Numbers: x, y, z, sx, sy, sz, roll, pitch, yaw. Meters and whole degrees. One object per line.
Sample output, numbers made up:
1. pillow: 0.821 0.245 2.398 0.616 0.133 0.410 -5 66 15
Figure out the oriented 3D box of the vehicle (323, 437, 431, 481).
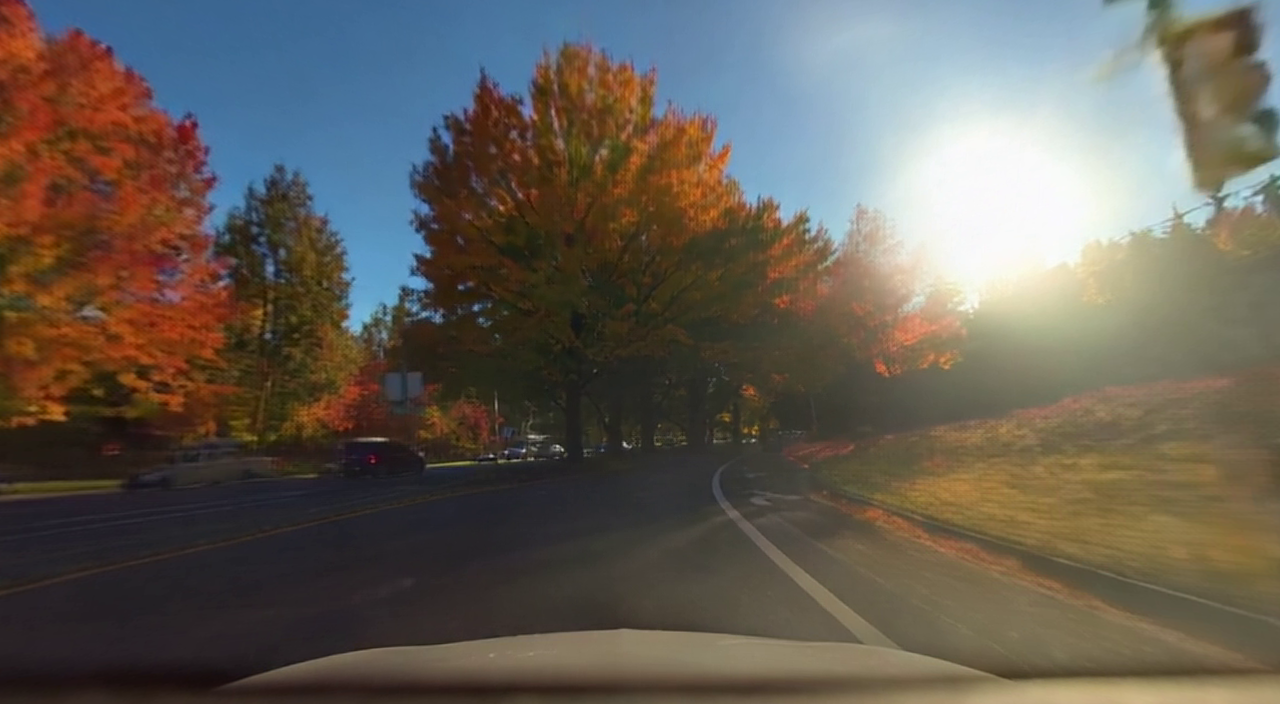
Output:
1. vehicle: -13.375 5.461 32.441 2.368 2.012 5.021 -2 -9 17
